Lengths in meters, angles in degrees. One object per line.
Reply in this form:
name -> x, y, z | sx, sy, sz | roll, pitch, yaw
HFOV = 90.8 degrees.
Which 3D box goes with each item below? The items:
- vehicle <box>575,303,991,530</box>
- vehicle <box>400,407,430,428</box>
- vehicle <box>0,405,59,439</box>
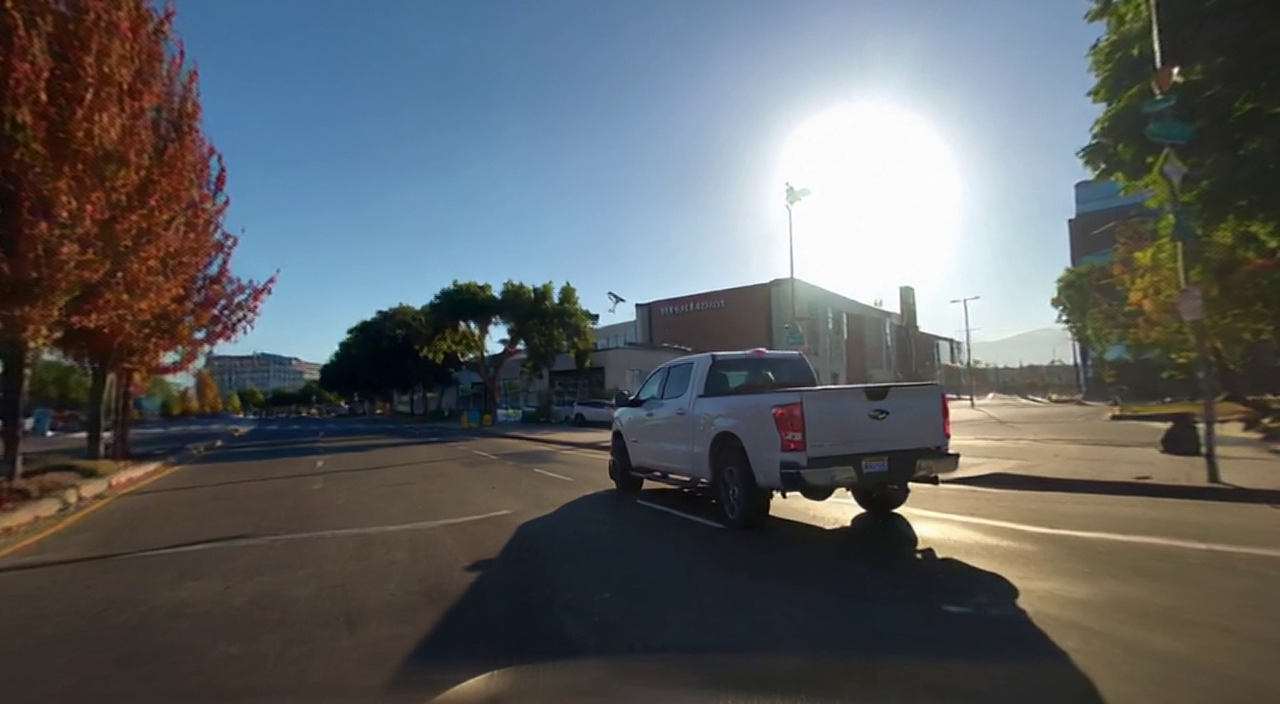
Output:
vehicle -> 1.188, 0.970, 8.416 | 2.402, 1.922, 5.677 | 3, -9, -24
vehicle -> -17.573, 5.144, 49.262 | 1.842, 1.467, 4.633 | 3, -9, -23
vehicle -> -34.354, 3.922, 34.919 | 2.037, 1.725, 4.632 | 4, -9, -27
